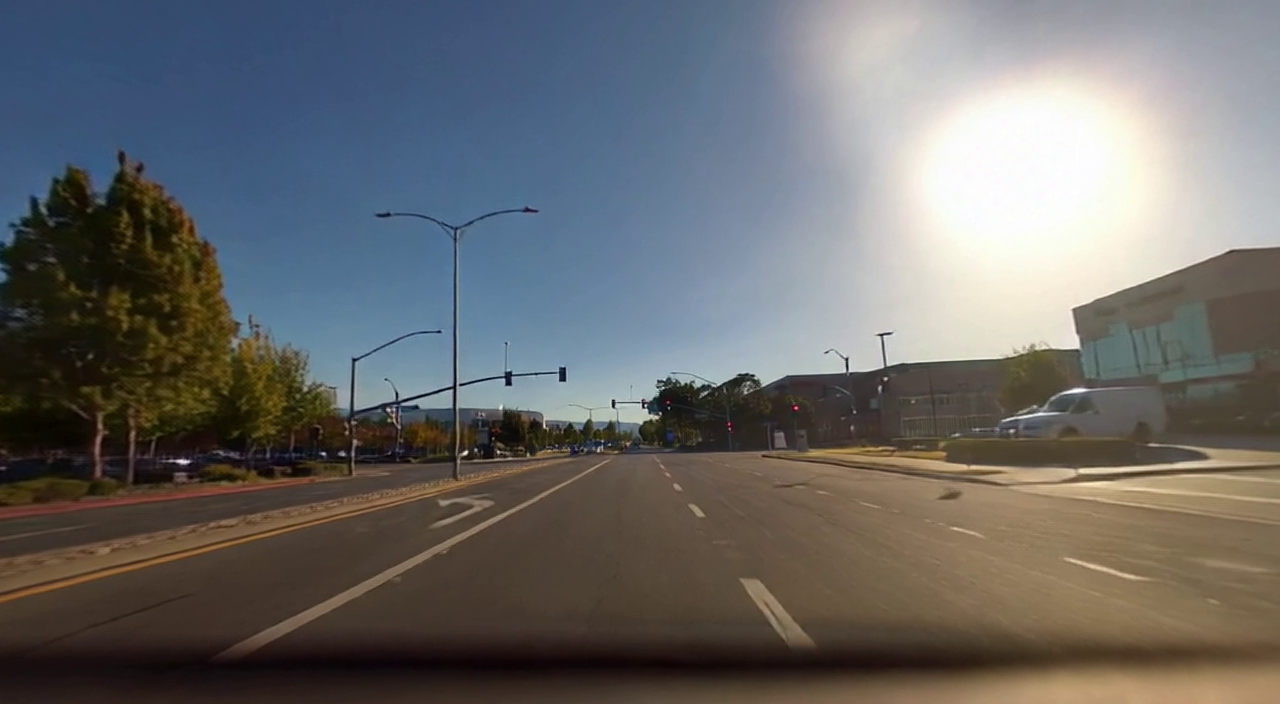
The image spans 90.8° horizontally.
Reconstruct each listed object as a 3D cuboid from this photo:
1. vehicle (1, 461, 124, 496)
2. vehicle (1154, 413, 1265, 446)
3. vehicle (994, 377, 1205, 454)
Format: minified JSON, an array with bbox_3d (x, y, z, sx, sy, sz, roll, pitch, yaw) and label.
[{"bbox_3d":[-29.979,6.568,32.907,4.396,1.633,2.000,0,-8,0],"label":"vehicle"},{"bbox_3d":[33.018,4.576,36.870,1.990,1.708,4.629,-1,-9,-3],"label":"vehicle"},{"bbox_3d":[20.724,2.953,28.857,7.304,3.335,2.869,0,-8,-2],"label":"vehicle"}]
